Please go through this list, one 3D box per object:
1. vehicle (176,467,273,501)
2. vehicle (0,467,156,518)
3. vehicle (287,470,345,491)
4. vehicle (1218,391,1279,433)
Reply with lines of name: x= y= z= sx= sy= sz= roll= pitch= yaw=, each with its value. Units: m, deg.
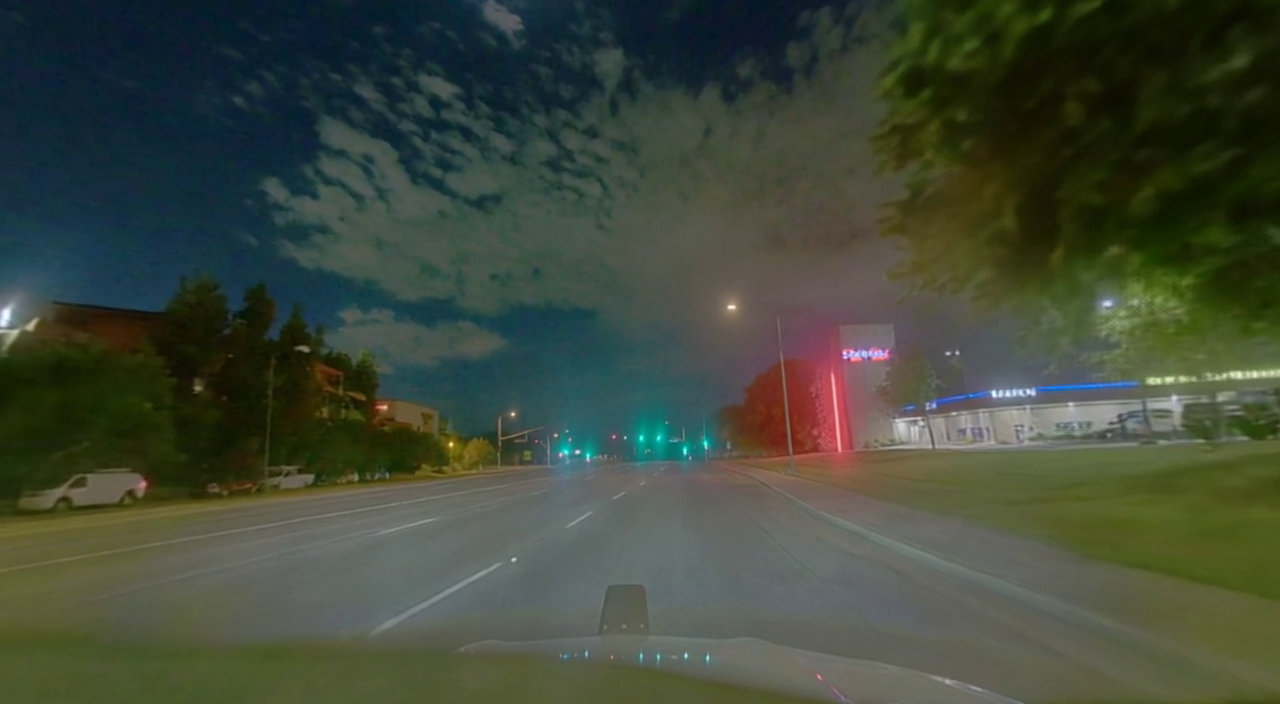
vehicle: x=-22.501 y=7.151 z=34.394 sx=1.918 sy=1.503 sz=4.632 roll=-6 pitch=-10 yaw=4
vehicle: x=-23.281 y=5.756 z=26.165 sx=1.967 sy=1.683 sz=5.223 roll=-7 pitch=-10 yaw=5
vehicle: x=-24.381 y=9.670 z=47.546 sx=1.827 sy=1.370 sz=4.191 roll=-1 pitch=-9 yaw=6
vehicle: x=24.884 y=2.320 z=24.977 sx=3.335 sy=1.398 sz=1.535 roll=-2 pitch=-11 yaw=-26
